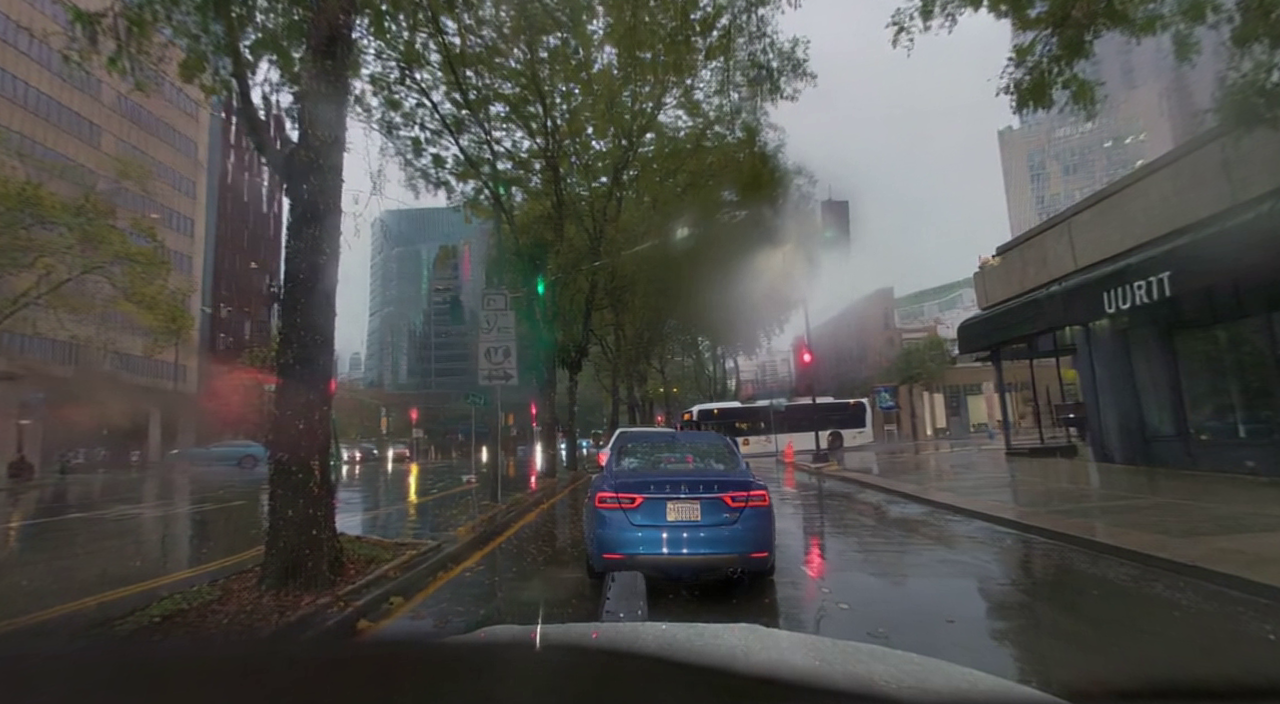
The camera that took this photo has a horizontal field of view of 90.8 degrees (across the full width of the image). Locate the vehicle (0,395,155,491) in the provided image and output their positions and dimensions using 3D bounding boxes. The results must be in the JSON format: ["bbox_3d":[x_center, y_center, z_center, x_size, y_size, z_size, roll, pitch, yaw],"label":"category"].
[{"bbox_3d":[-25.949,3.646,25.327,2.692,3.685,10.153,-3,-9,20],"label":"vehicle"}]

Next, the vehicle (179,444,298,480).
[{"bbox_3d":[-19.901,5.440,31.546,1.892,1.645,4.561,-5,-10,30],"label":"vehicle"}]

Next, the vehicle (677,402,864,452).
[{"bbox_3d":[9.899,5.905,49.131,13.811,3.706,2.997,0,-9,1],"label":"vehicle"}]

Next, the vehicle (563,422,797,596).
[{"bbox_3d":[0.380,1.634,7.391,2.006,1.470,3.799,0,-8,1],"label":"vehicle"}]
